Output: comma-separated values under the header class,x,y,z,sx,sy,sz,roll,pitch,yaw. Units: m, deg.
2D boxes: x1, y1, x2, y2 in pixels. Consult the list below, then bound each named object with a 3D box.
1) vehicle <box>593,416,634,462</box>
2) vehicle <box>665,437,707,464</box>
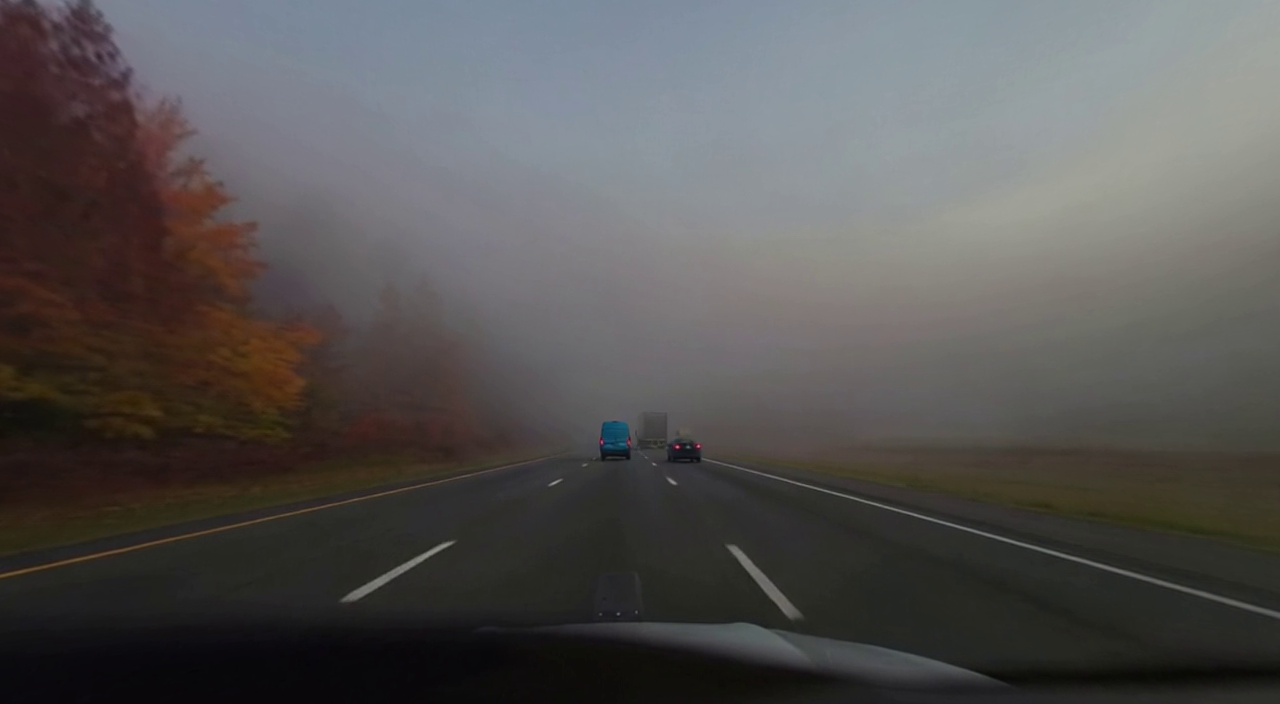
class,x,y,z,sx,sy,sz,roll,pitch,yaw
vehicle,-1.595,5.477,39.604,2.389,2.637,5.437,0,-8,0
vehicle,2.614,5.740,36.870,1.962,1.508,4.363,0,-8,-2
